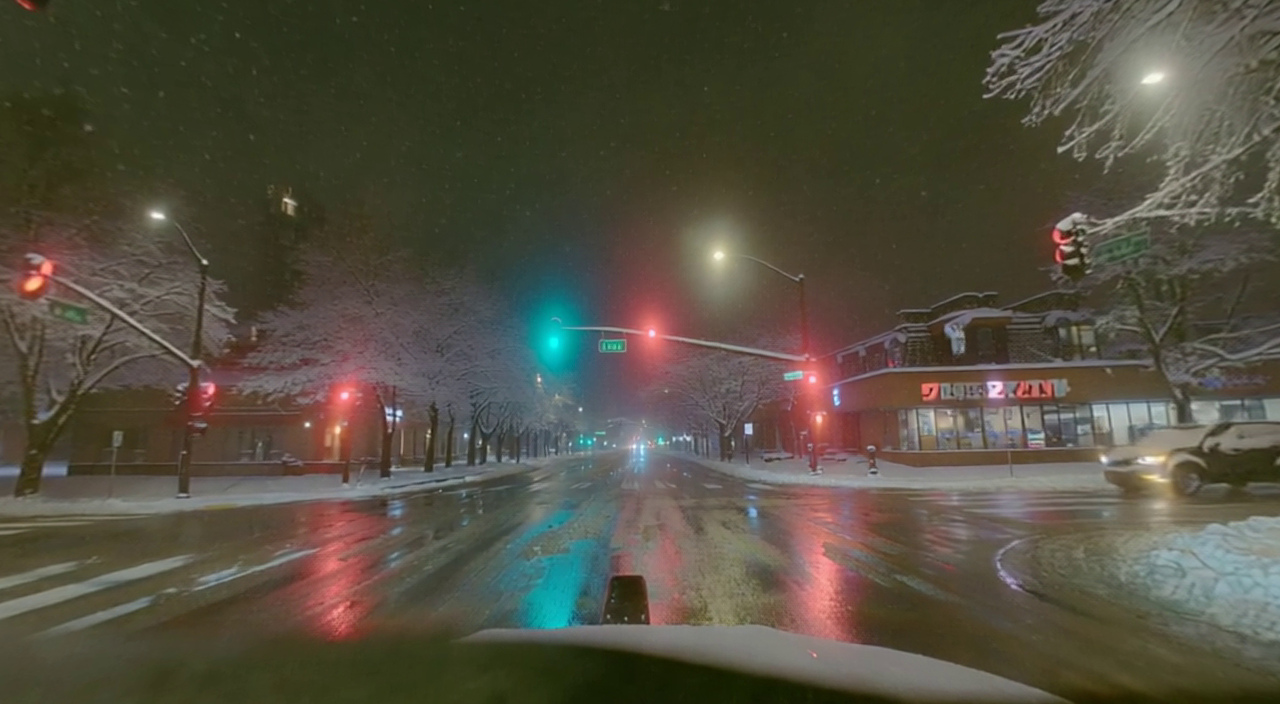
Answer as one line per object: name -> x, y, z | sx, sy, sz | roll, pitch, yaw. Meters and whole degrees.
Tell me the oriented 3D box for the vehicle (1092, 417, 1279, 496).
vehicle -> 14.333, 2.540, 15.490 | 4.836, 1.795, 1.957 | 0, -8, 0
